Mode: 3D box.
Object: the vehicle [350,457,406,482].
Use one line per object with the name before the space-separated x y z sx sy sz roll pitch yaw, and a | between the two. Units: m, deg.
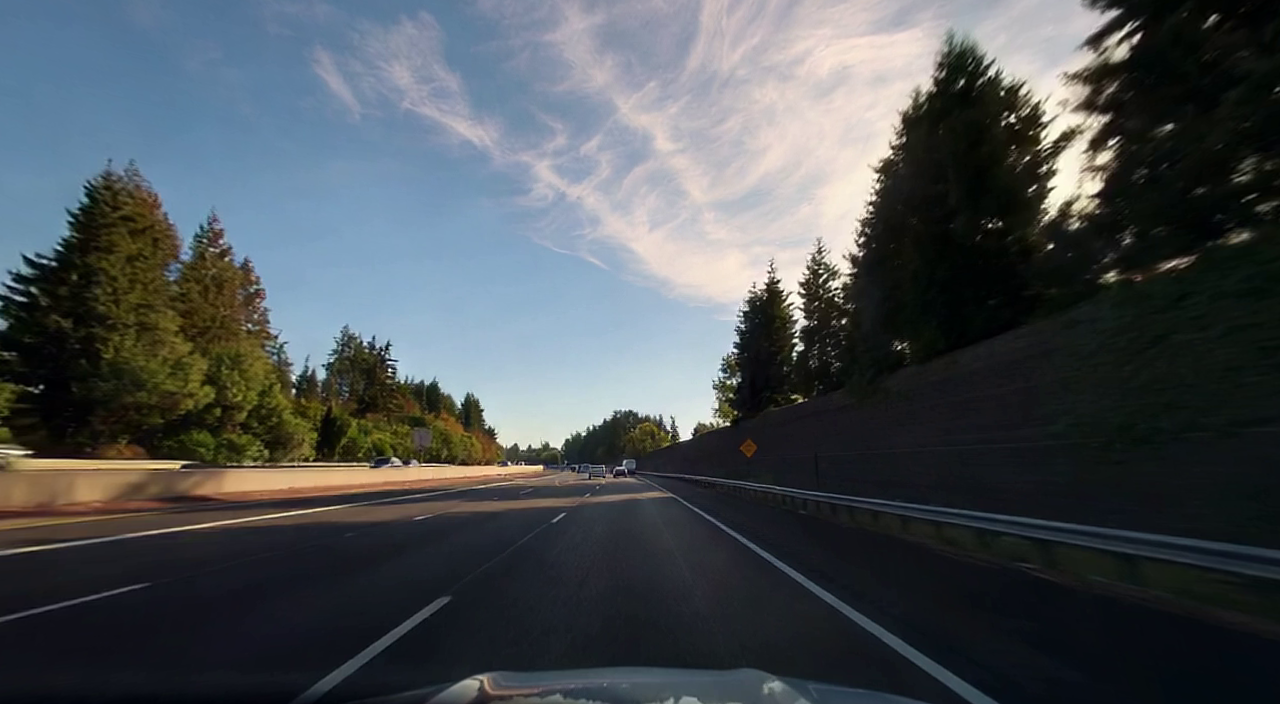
vehicle | -17.280 7.781 41.744 1.896 1.527 4.385 1 -10 -1
